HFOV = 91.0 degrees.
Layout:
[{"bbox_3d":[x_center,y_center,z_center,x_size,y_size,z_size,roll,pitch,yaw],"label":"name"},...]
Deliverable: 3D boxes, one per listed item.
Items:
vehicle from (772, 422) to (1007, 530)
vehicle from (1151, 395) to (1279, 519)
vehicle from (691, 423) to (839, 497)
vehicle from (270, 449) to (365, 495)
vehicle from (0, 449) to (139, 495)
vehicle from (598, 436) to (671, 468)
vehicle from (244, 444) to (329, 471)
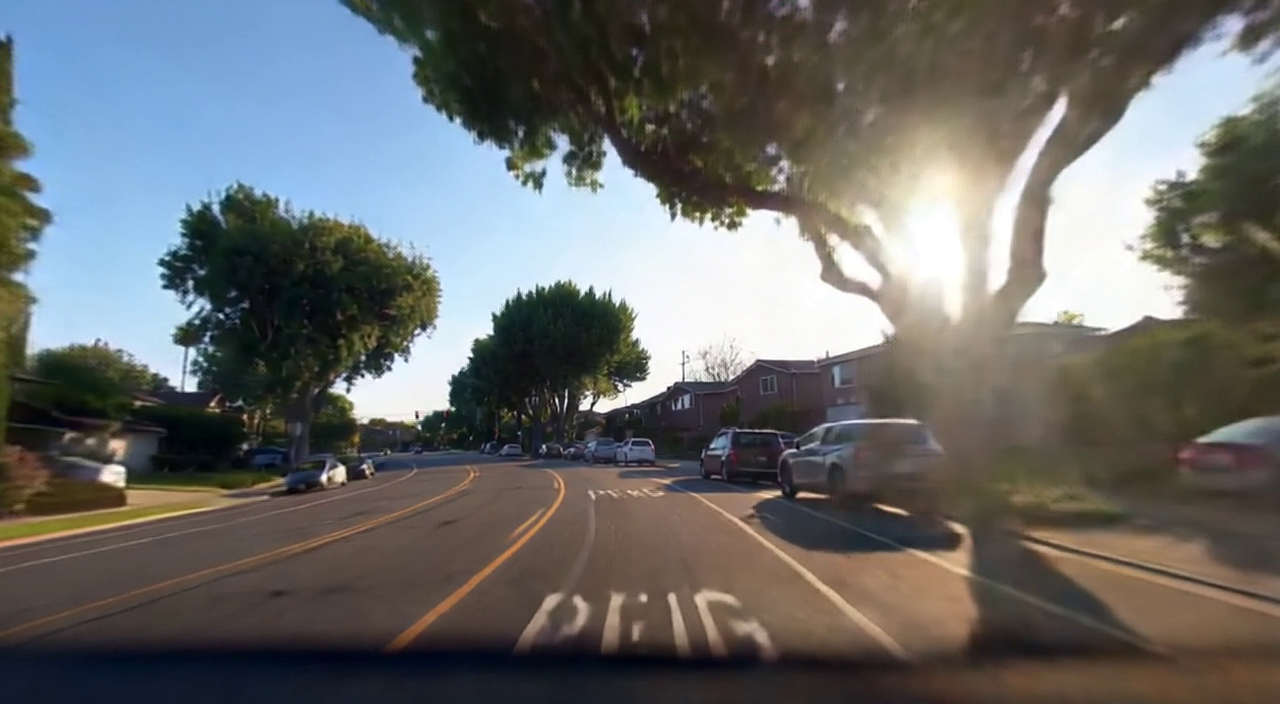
[{"bbox_3d":[4.802,2.490,13.594,1.954,1.732,6.409,1,-8,-6],"label":"vehicle"},{"bbox_3d":[11.746,1.529,10.360,4.882,1.766,2.040,-4,-8,-4],"label":"vehicle"},{"bbox_3d":[3.746,3.435,20.644,2.402,1.889,6.910,5,-9,-9],"label":"vehicle"},{"bbox_3d":[-13.424,4.960,26.532,2.292,1.499,4.661,-4,-7,-11],"label":"vehicle"},{"bbox_3d":[-20.965,4.311,23.067,1.942,1.464,4.537,2,-9,-9],"label":"vehicle"},{"bbox_3d":[-0.543,6.219,39.274,2.723,1.785,7.174,2,-9,-16],"label":"vehicle"},{"bbox_3d":[-24.466,7.292,43.676,4.483,1.730,2.437,0,-8,5],"label":"vehicle"}]
